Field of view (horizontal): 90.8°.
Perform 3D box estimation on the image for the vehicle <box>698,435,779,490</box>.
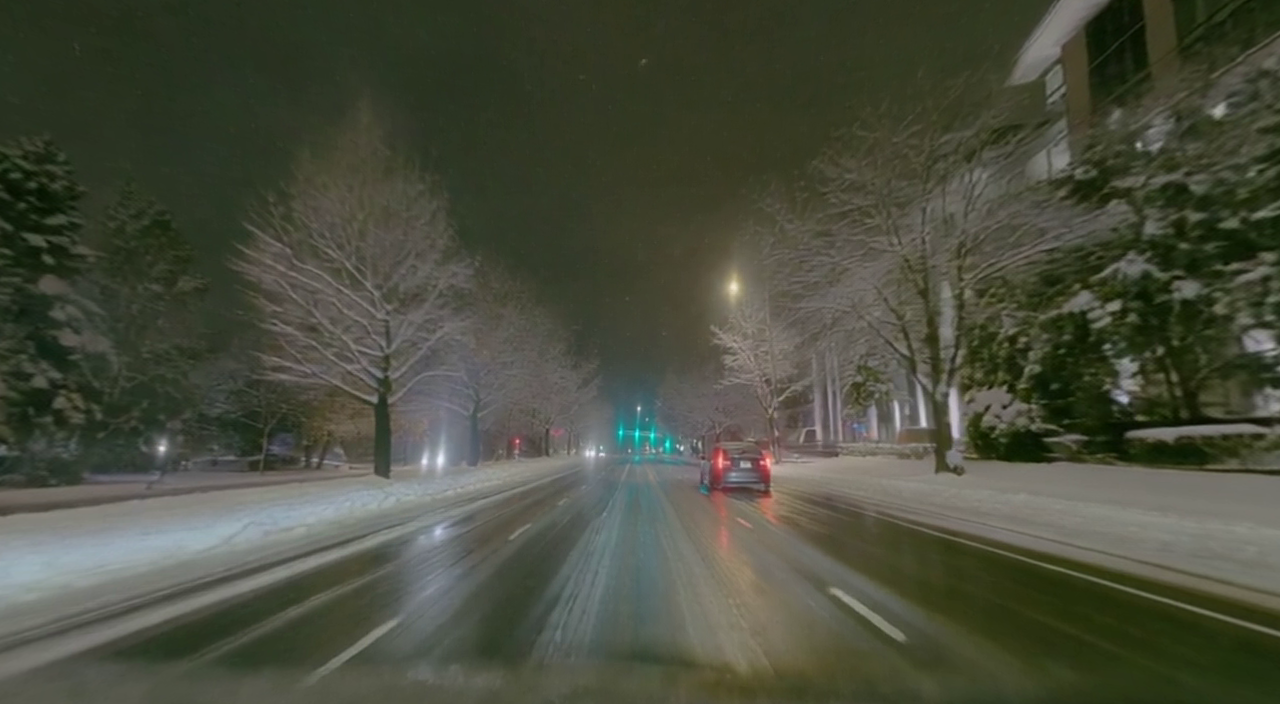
[{"bbox_3d":[3.408,3.925,22.731,2.083,1.743,4.354,0,-9,-2],"label":"vehicle"}]
